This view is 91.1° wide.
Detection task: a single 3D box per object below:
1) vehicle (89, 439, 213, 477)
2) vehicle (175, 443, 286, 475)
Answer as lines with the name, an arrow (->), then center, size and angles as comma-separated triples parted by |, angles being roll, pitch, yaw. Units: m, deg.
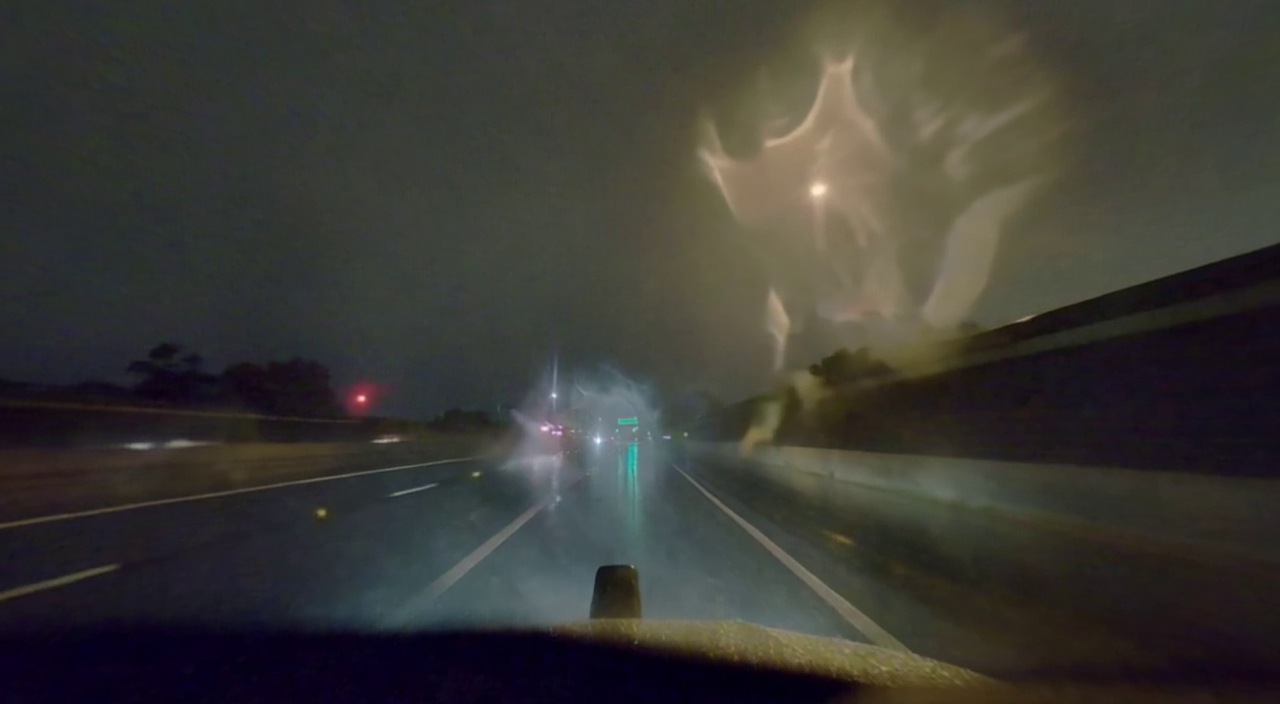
vehicle -> -22.901, 4.961, 29.744 | 1.916, 1.601, 4.872 | 0, -8, 0
vehicle -> -22.873, 5.960, 35.491 | 2.342, 1.550, 5.925 | 0, -8, 0
